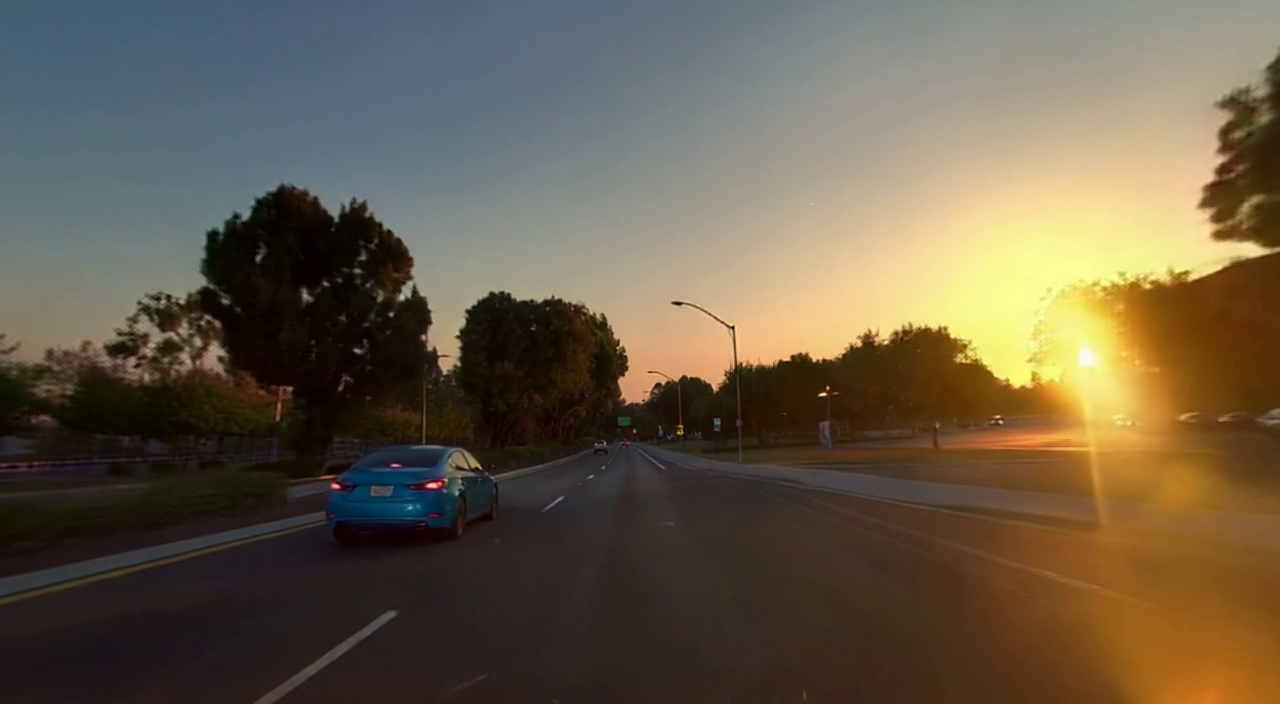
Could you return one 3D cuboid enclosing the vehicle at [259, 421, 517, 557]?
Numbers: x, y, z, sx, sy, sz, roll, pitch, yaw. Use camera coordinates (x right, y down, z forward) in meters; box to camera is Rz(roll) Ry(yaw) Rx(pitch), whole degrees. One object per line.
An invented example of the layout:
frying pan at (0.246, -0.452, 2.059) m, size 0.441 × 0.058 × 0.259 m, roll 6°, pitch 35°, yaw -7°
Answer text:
vehicle at (-3.156, 1.801, 9.006) m, size 1.964 × 1.472 × 4.078 m, roll 0°, pitch -8°, yaw 0°
